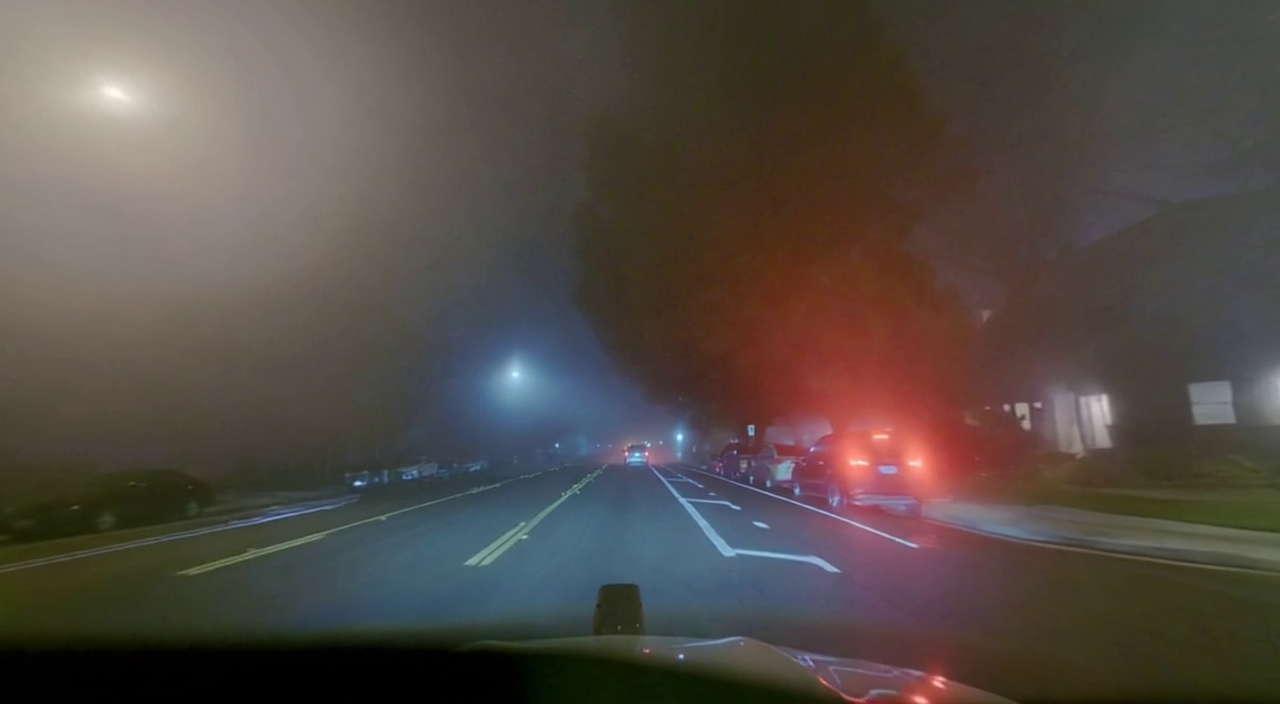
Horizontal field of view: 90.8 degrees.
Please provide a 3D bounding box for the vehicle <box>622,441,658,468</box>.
[{"bbox_3d":[-0.050,6.163,38.105,2.022,1.471,3.973,0,-9,-2],"label":"vehicle"}]

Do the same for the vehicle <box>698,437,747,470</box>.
[{"bbox_3d":[4.575,5.741,35.878,2.061,1.742,4.603,0,-9,-1],"label":"vehicle"}]

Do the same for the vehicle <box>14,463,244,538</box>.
[{"bbox_3d":[-12.592,3.639,16.093,1.835,1.488,4.696,0,-9,2],"label":"vehicle"}]

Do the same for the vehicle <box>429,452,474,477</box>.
[{"bbox_3d":[-12.778,7.636,43.081,1.882,1.507,4.638,0,-9,-3],"label":"vehicle"}]

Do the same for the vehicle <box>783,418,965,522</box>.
[{"bbox_3d":[5.126,2.630,14.776,2.195,2.000,4.789,0,-8,-3],"label":"vehicle"}]

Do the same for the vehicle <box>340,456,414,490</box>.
[{"bbox_3d":[-12.755,5.883,30.988,1.819,1.443,4.273,0,-9,0],"label":"vehicle"}]
